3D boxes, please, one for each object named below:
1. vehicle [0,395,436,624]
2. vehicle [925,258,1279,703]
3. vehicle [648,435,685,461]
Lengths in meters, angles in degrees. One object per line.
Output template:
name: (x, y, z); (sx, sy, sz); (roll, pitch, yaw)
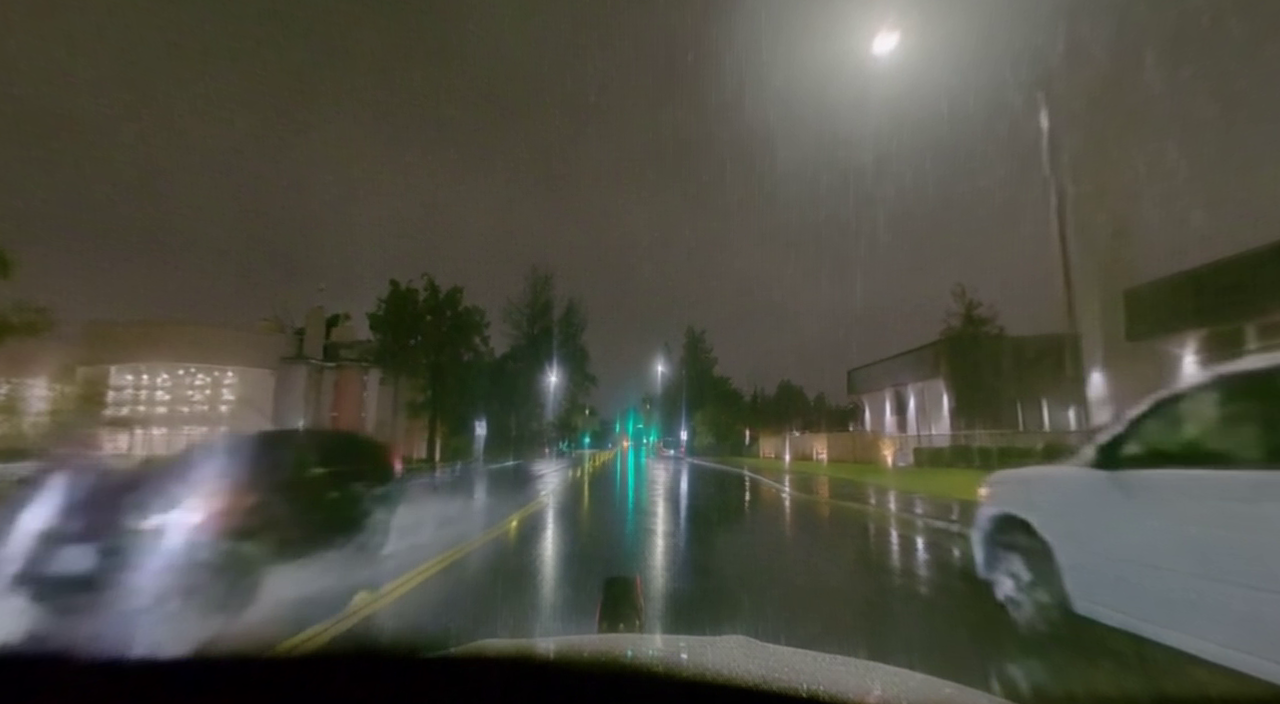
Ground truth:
vehicle: (-4.091, 1.560, 7.240); (2.088, 1.772, 4.375); (0, -8, -1)
vehicle: (3.593, 0.677, 2.505); (2.393, 2.012, 5.060); (0, -8, -2)
vehicle: (1.964, 7.310, 48.219); (2.248, 1.821, 5.021); (0, -8, -4)
